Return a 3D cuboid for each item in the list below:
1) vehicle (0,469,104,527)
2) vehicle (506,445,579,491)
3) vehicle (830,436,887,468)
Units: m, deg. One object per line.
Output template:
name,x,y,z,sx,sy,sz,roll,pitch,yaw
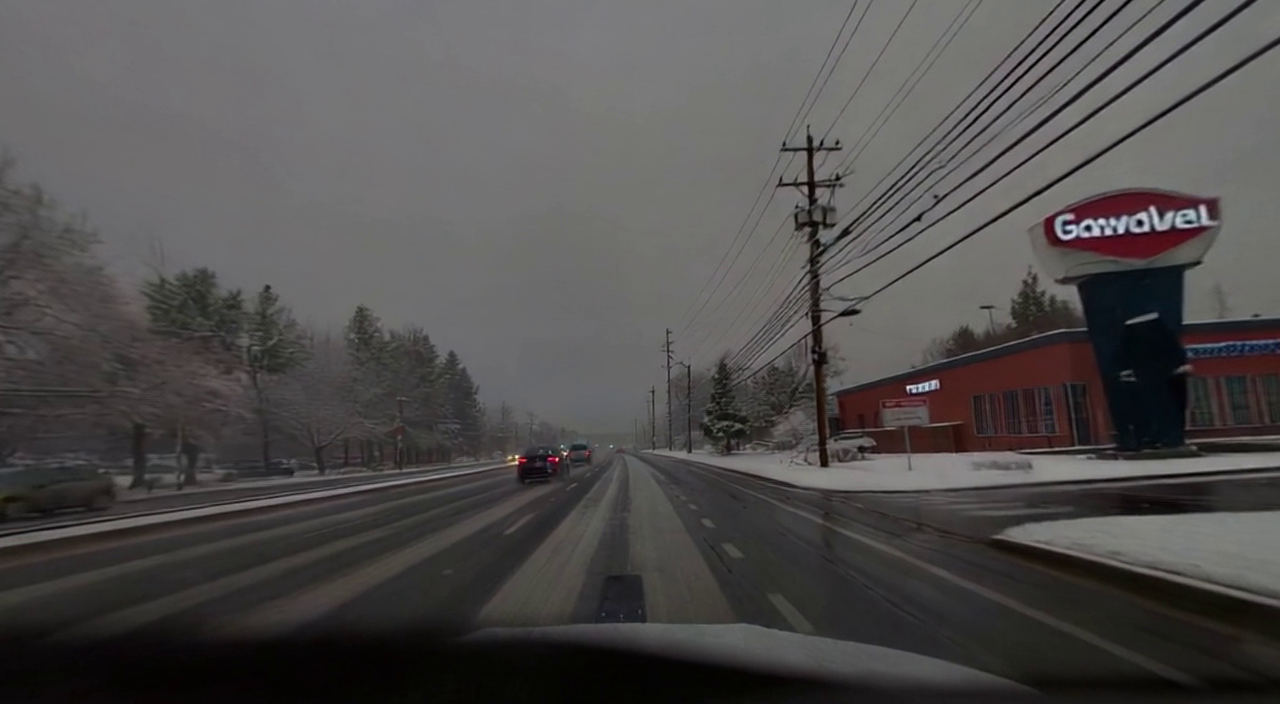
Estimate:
vehicle,-19.640,4.521,19.772,1.925,1.554,4.271,1,-9,-2
vehicle,-3.425,4.165,22.995,1.942,1.469,4.426,0,-9,0
vehicle,12.183,5.616,35.337,1.894,1.671,4.290,-1,-9,4
